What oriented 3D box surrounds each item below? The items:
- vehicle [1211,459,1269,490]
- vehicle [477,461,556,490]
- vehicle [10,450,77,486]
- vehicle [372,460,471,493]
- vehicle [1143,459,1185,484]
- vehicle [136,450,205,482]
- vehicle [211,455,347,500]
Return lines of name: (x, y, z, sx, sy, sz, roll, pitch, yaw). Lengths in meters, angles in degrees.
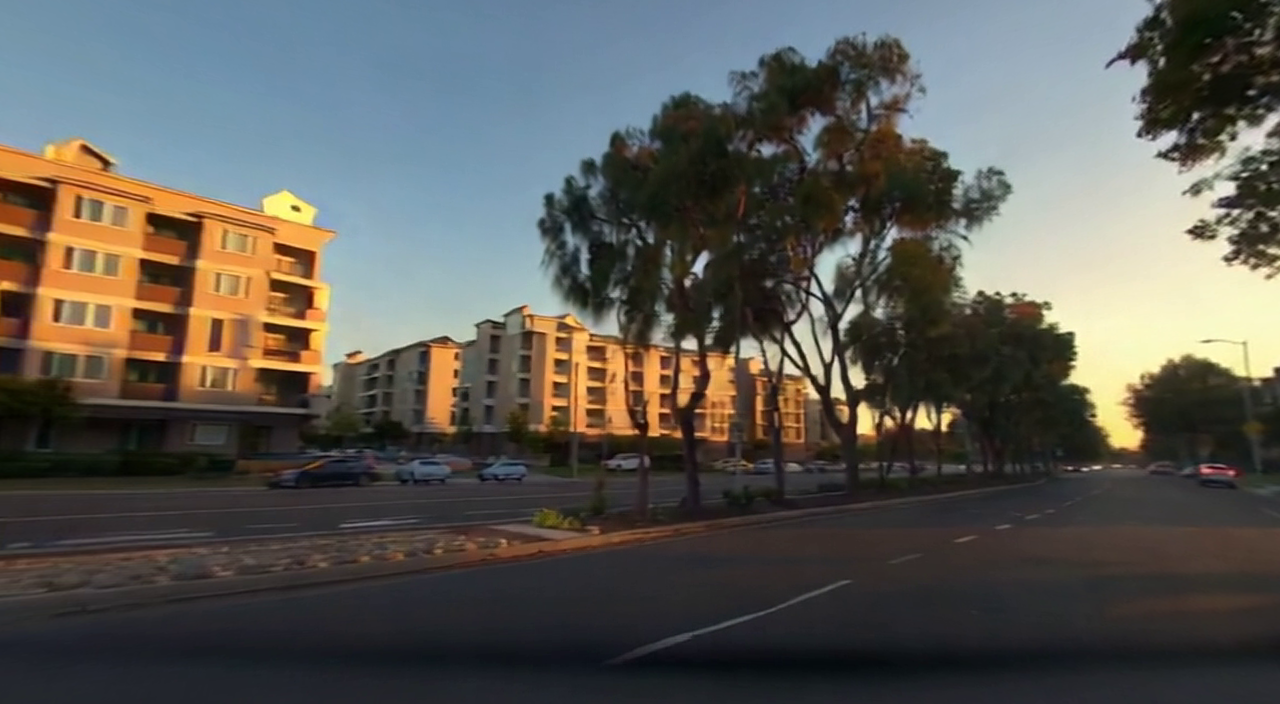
vehicle: (40.796, 8.281, 42.893, 2.241, 1.877, 4.810, -7, -11, 38)
vehicle: (-7.265, 7.279, 37.408, 1.816, 1.496, 4.384, -7, -11, 39)
vehicle: (-27.057, 5.186, 28.515, 3.975, 1.485, 1.908, -8, -13, 44)
vehicle: (-10.908, 6.274, 31.781, 1.933, 1.479, 4.718, -6, -12, 24)
vehicle: (40.841, 9.260, 49.079, 2.303, 1.741, 4.436, -7, -11, 39)
vehicle: (-23.719, 5.717, 31.747, 4.020, 1.464, 1.886, -7, -12, 41)
vehicle: (-15.708, 5.418, 27.645, 1.858, 1.739, 4.706, -7, -12, 40)
